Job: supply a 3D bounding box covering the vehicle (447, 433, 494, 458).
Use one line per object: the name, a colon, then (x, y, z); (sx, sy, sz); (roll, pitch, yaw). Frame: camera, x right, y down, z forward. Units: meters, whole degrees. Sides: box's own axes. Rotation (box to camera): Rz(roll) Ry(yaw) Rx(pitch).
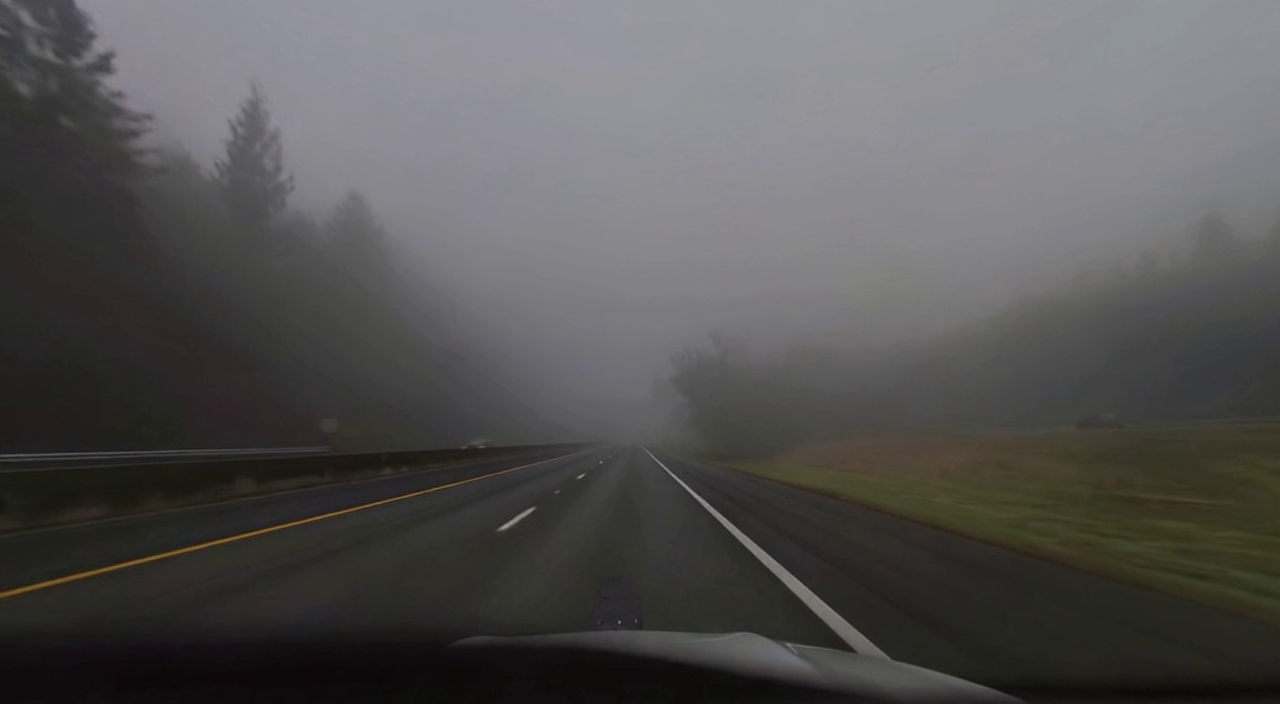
vehicle: (-11.421, 6.306, 42.609); (1.983, 1.598, 4.547); (0, -8, -1)
